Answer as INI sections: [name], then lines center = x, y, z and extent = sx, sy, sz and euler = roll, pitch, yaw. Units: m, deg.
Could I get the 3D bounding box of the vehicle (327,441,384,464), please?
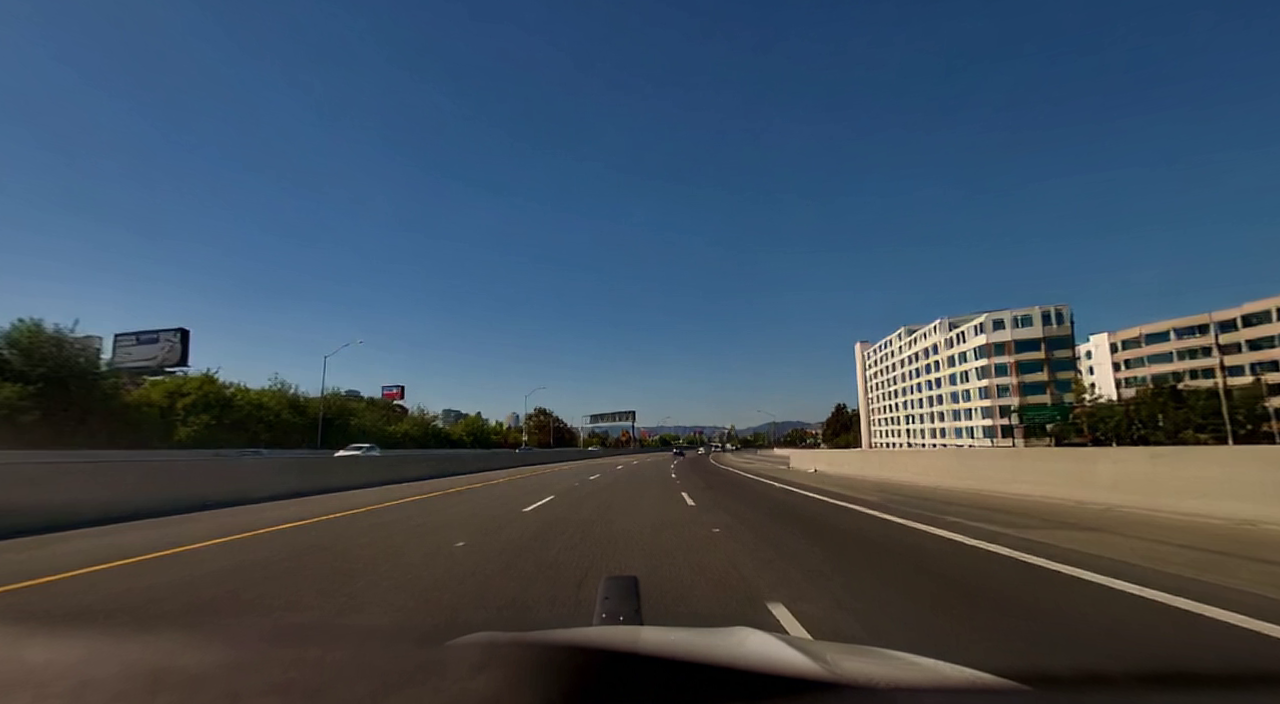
[vehicle]
center = -22.119, 7.850, 49.378
extent = 2.120, 1.702, 4.469
euler = -1, -9, 4
